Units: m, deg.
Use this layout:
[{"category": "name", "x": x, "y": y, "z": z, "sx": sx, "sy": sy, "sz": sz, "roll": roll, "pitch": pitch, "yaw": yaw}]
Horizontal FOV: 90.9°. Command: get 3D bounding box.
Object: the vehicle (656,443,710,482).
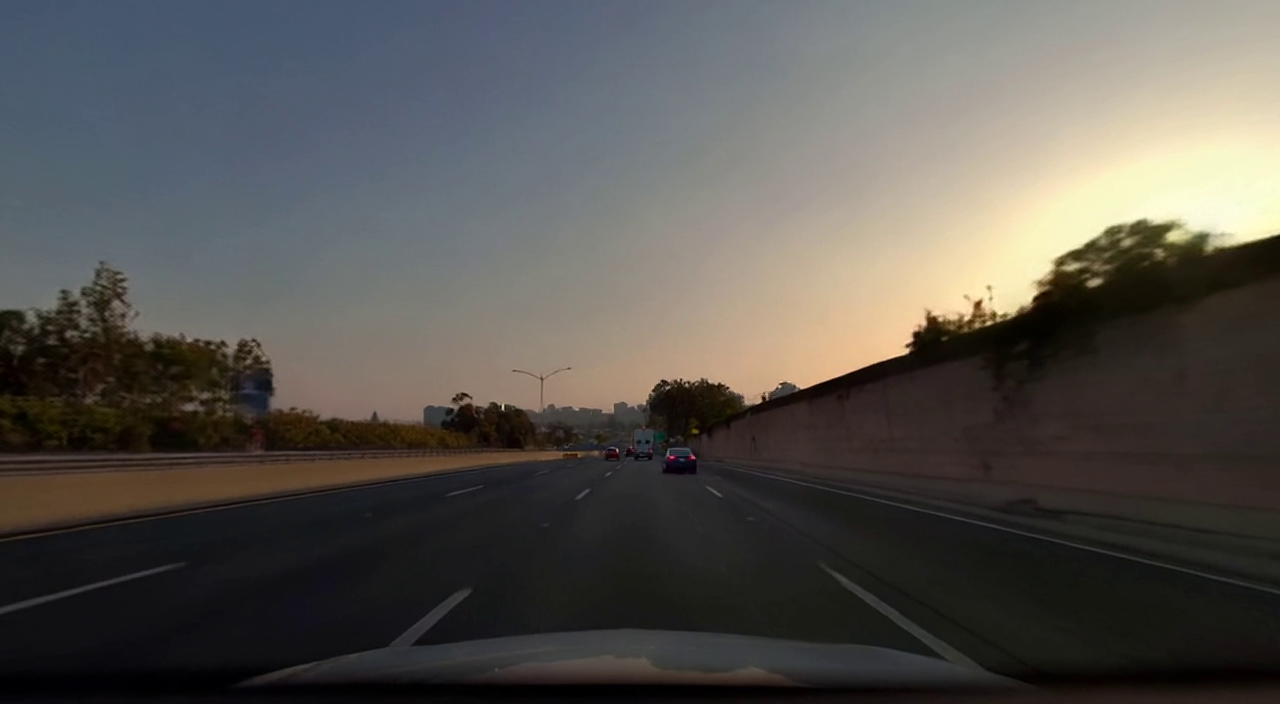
[{"category": "vehicle", "x": 1.815, "y": 4.874, "z": 27.972, "sx": 1.973, "sy": 1.536, "sz": 4.337, "roll": 0, "pitch": -9, "yaw": -1}]
